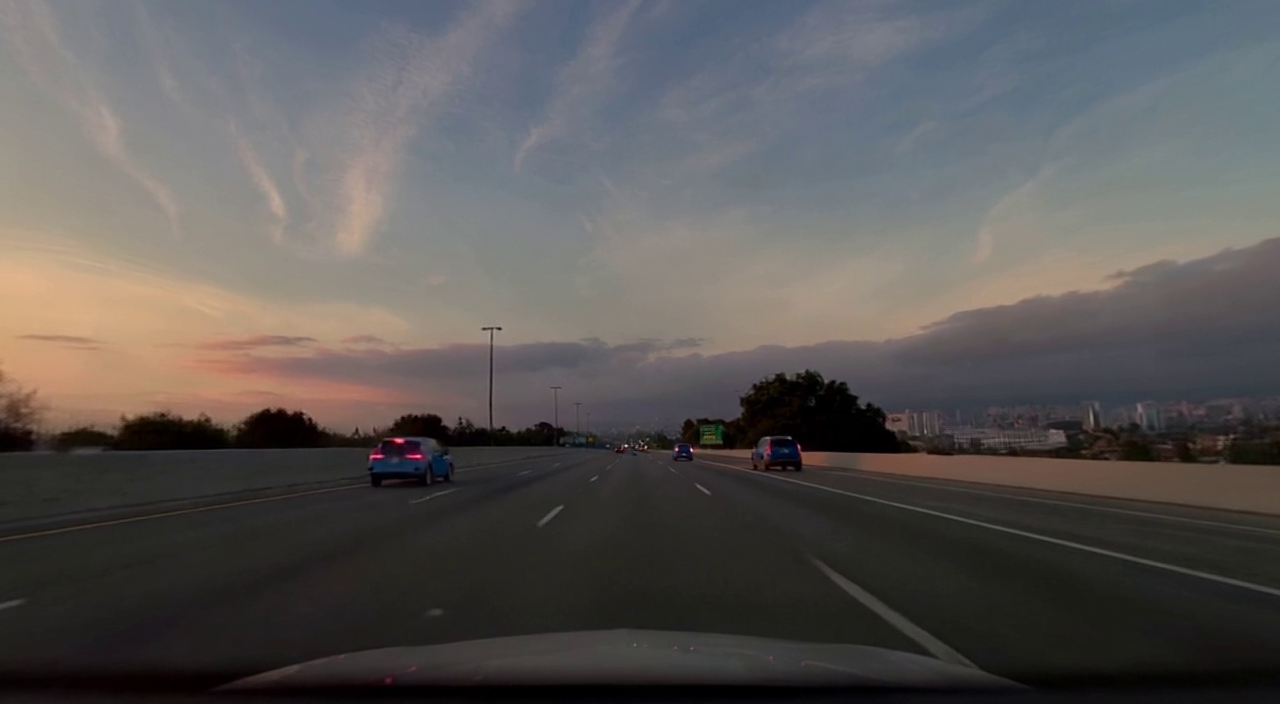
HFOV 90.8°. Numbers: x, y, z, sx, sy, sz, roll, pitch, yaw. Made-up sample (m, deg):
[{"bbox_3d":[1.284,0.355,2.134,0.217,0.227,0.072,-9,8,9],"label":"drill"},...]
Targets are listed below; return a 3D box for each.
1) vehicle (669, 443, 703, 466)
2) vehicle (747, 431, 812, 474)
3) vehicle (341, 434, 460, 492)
[{"bbox_3d":[3.183,7.165,44.499,2.000,1.533,3.770,0,-8,-1],"label":"vehicle"},{"bbox_3d":[6.833,4.985,31.452,2.065,1.953,4.605,0,-8,-1],"label":"vehicle"},{"bbox_3d":[-7.893,3.688,21.534,2.083,1.696,5.464,1,-8,-2],"label":"vehicle"}]
